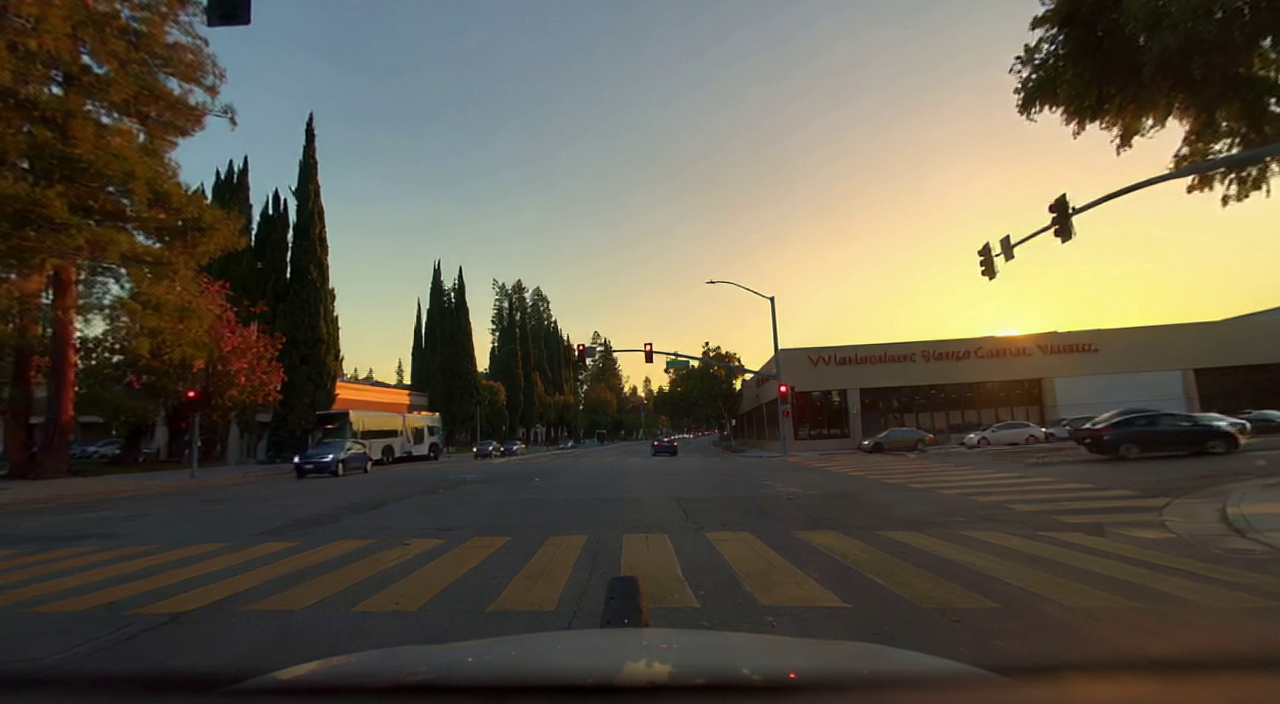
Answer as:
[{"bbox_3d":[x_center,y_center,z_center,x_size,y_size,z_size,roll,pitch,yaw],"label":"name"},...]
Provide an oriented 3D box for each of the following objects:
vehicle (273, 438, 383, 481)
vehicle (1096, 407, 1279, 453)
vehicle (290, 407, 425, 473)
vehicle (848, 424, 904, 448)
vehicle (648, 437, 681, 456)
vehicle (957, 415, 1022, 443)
[{"bbox_3d":[-11.938,4.138,24.529,1.996,1.489,4.566,0,-8,-1],"label":"vehicle"},{"bbox_3d":[18.102,2.578,20.577,4.994,1.416,1.783,0,-8,1],"label":"vehicle"},{"bbox_3d":[-16.662,5.434,38.568,3.161,3.455,11.058,0,-8,0],"label":"vehicle"},{"bbox_3d":[17.367,6.227,46.524,3.329,1.415,1.821,-6,-9,2],"label":"vehicle"},{"bbox_3d":[1.854,7.395,49.334,1.884,1.419,4.448,1,-9,-7],"label":"vehicle"},{"bbox_3d":[23.251,5.205,42.084,1.930,1.761,3.911,0,-8,-2],"label":"vehicle"}]
